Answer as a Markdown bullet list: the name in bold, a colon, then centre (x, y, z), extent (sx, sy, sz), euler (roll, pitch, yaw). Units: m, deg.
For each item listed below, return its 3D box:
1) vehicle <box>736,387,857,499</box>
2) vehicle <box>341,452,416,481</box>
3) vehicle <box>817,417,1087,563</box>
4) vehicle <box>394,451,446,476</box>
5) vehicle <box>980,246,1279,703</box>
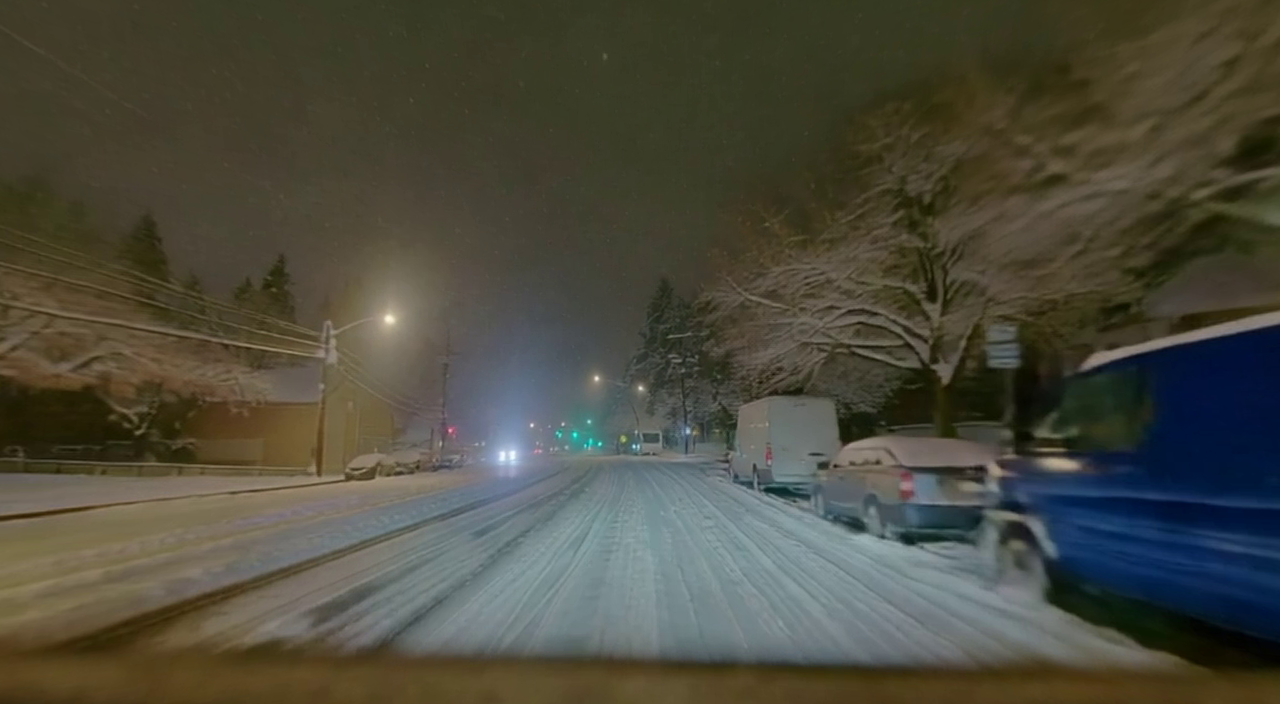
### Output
- **vehicle**: centre (4.514, 2.801, 19.283), extent (2.229, 2.912, 5.697), euler (0, -9, 0)
- **vehicle**: centre (-14.740, 6.451, 35.726), extent (1.990, 1.487, 4.767), euler (-1, -9, 4)
- **vehicle**: centre (4.129, 1.871, 9.247), extent (1.970, 1.640, 4.087), euler (0, -9, 2)
- **vehicle**: centre (-14.683, 7.436, 42.143), extent (1.934, 1.480, 4.510), euler (0, -9, -1)
- **vehicle**: centre (3.987, 0.553, 2.302), extent (2.293, 2.171, 5.871), euler (0, -9, 2)
